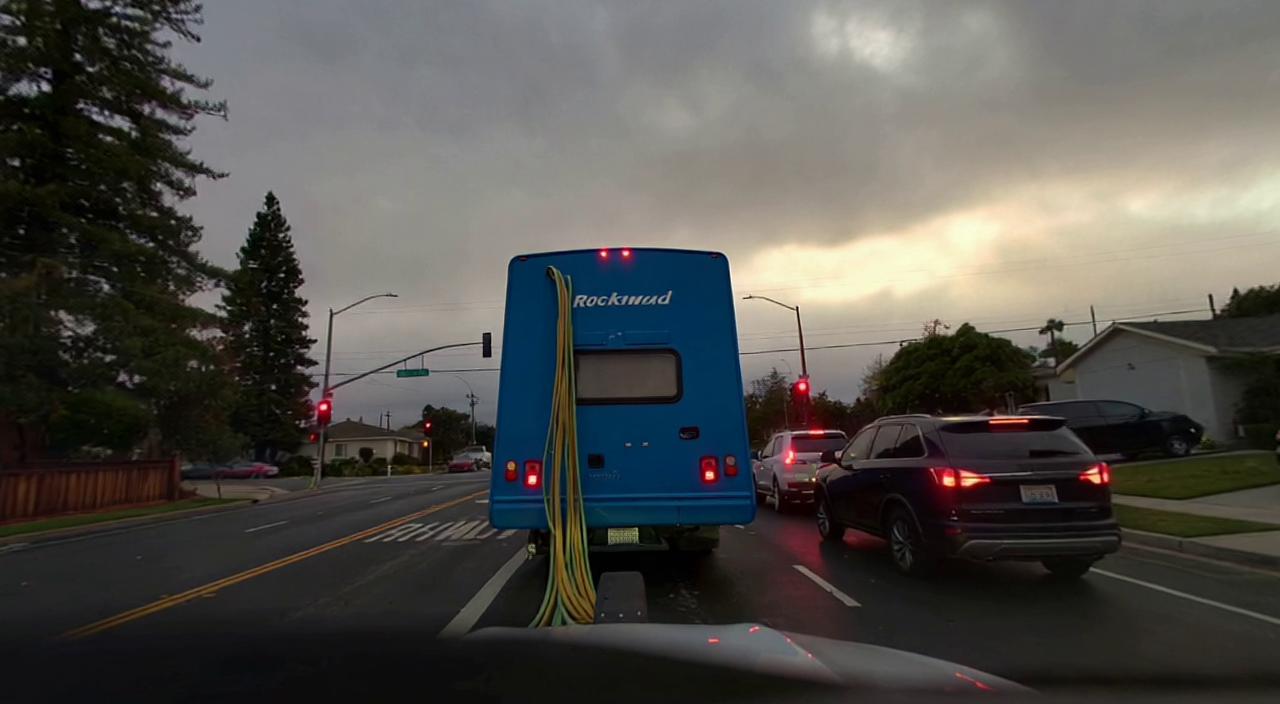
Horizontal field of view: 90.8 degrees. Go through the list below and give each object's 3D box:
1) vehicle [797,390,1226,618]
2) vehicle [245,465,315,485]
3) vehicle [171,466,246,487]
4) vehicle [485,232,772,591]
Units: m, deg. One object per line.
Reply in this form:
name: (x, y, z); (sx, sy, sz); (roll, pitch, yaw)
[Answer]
vehicle: (3.410, 1.494, 7.129); (2.104, 1.735, 4.408); (0, -9, 0)
vehicle: (-27.395, 9.358, 48.149); (4.187, 1.445, 1.809); (0, -9, 0)
vehicle: (-32.695, 9.406, 47.960); (4.311, 1.458, 1.707); (0, -9, -3)
vehicle: (-0.110, 1.123, 10.275); (2.709, 3.511, 8.213); (0, -9, 0)
